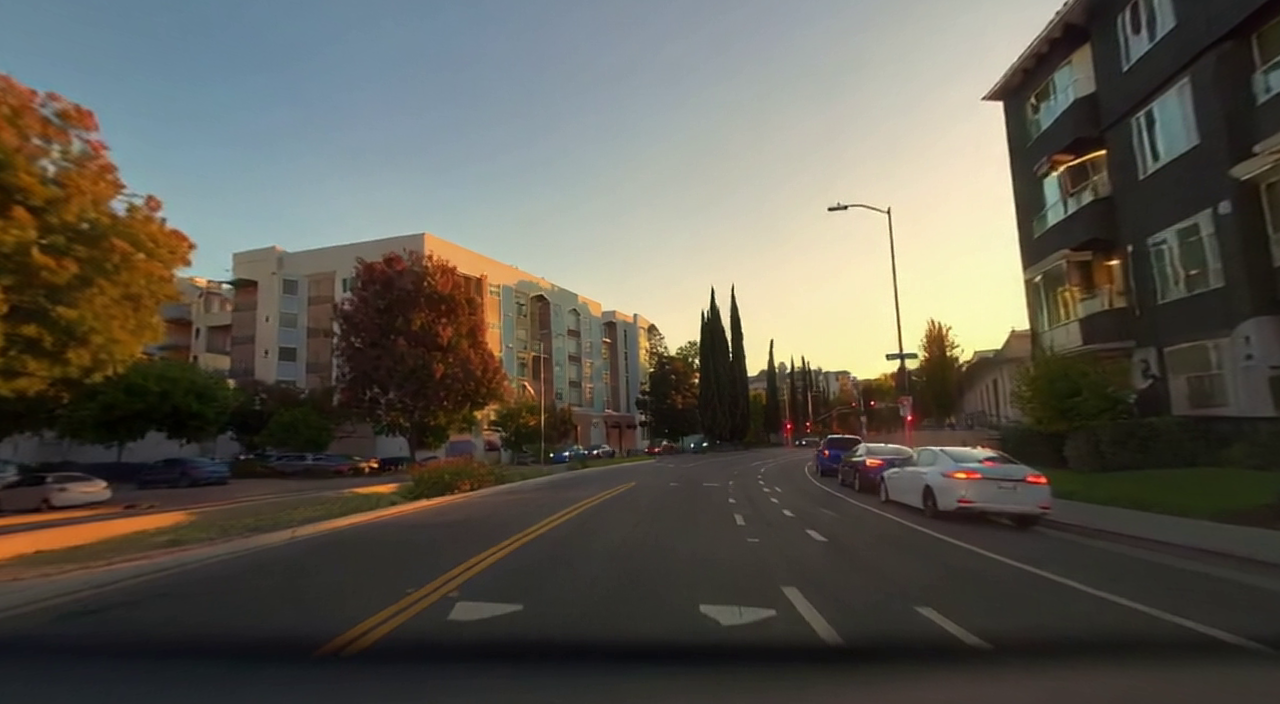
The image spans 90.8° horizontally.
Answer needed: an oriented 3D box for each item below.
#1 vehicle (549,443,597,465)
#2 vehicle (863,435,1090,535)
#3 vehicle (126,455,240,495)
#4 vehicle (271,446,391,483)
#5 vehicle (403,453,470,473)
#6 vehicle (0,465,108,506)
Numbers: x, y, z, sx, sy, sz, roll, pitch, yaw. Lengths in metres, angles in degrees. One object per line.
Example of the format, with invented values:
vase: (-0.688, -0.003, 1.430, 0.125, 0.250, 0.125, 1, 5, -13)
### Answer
vehicle: (-4.998, 7.638, 47.598, 1.882, 1.508, 4.476, -3, -9, 19)
vehicle: (6.025, 2.392, 12.194, 2.077, 1.502, 4.902, -1, -8, 6)
vehicle: (-23.158, 6.187, 32.058, 4.462, 1.832, 2.103, -2, -8, 11)
vehicle: (-18.235, 6.636, 37.417, 6.006, 1.964, 2.474, -1, -10, 12)
vehicle: (-14.729, 8.031, 45.819, 4.178, 1.407, 2.012, -2, -9, 14)
vehicle: (-24.495, 5.406, 25.840, 4.250, 1.490, 1.951, -3, -8, 15)
